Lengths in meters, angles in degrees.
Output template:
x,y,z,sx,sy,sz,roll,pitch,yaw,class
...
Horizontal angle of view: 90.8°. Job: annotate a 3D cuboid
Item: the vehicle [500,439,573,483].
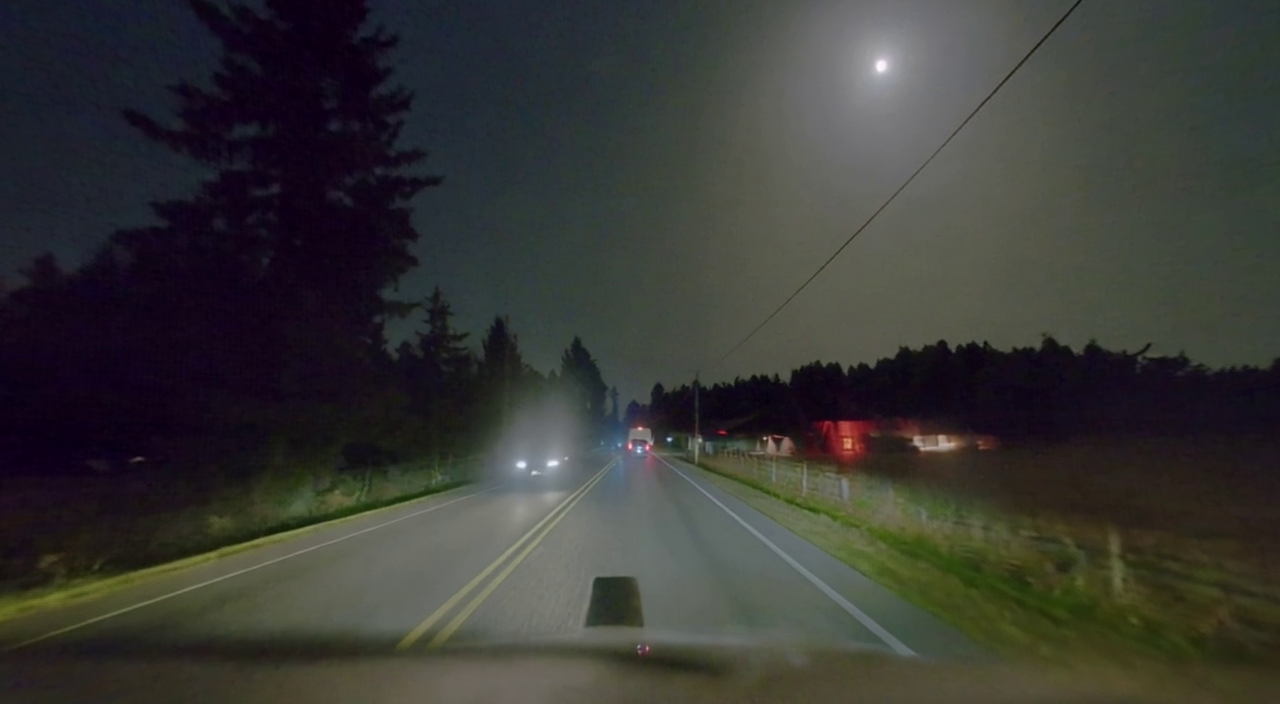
x,y,z,sx,sy,sz,roll,pitch,yaw,class
-3.852,4.135,24.303,2.021,1.491,4.519,0,-8,0,vehicle
